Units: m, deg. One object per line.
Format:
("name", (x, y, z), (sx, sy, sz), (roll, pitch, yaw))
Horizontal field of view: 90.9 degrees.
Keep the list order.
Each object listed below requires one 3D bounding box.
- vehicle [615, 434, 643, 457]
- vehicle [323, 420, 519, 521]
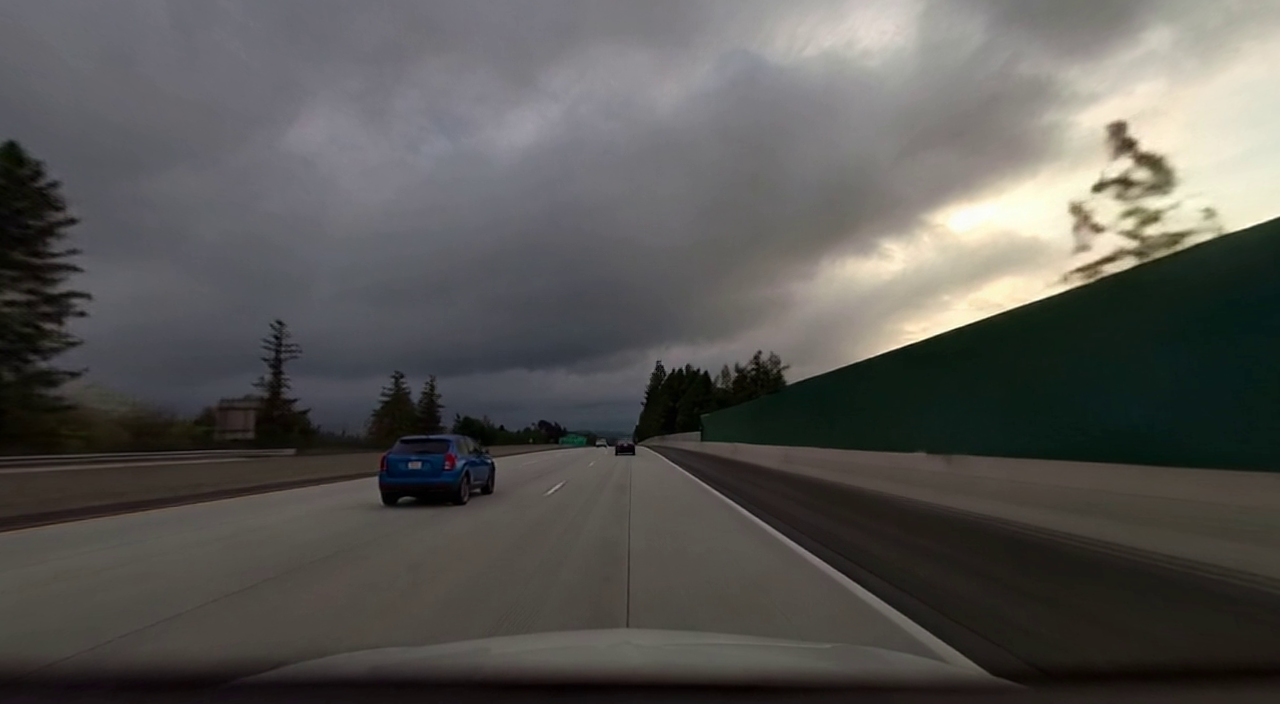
("vehicle", (-0.747, 6.282, 42.620), (1.836, 1.450, 3.519), (0, -8, -2))
("vehicle", (-3.839, 2.152, 12.161), (2.072, 1.545, 4.767), (0, -8, 0))
